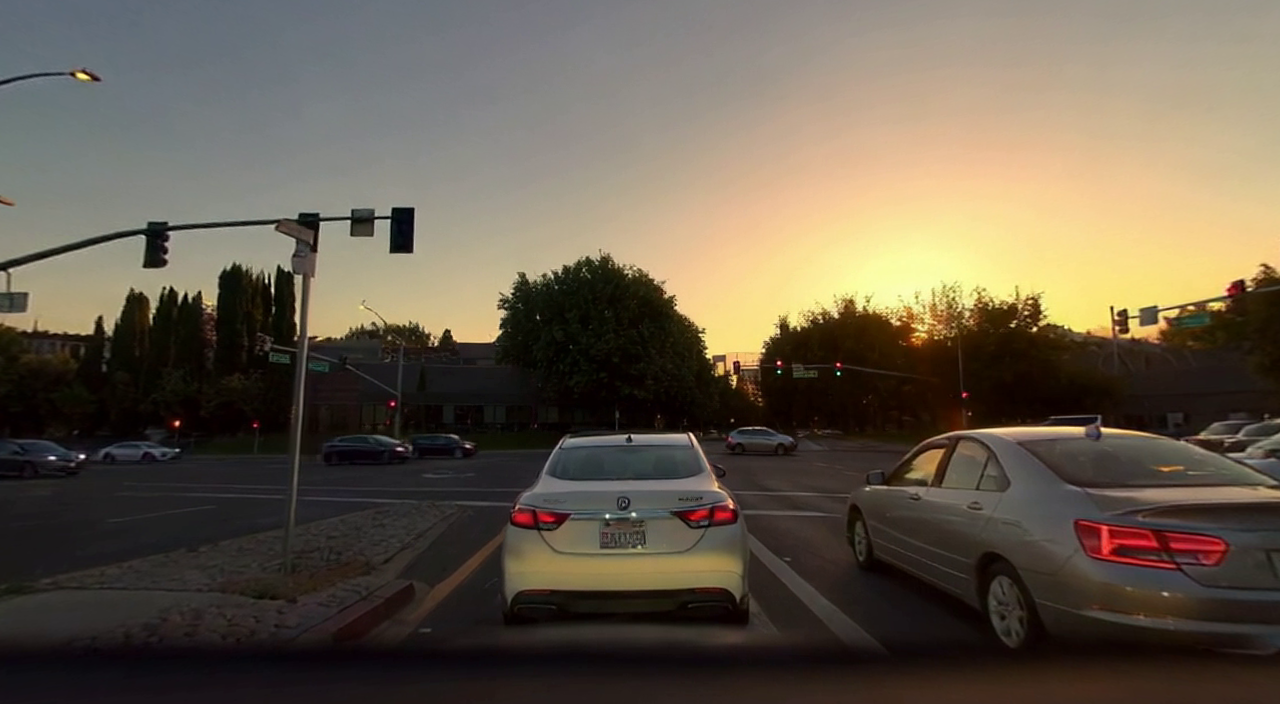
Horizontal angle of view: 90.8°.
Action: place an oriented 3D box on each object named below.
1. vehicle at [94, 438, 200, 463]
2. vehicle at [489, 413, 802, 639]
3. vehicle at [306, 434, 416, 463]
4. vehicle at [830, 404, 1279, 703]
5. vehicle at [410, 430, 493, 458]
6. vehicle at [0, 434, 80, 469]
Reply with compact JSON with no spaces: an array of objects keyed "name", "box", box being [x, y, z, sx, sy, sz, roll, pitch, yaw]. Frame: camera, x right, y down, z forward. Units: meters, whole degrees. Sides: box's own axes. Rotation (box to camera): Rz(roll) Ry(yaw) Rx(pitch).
[{"name":"vehicle","box":[-29.280,5.853,37.589,4.828,1.467,1.963,-1,-9,6]},{"name":"vehicle","box":[0.039,1.450,6.263,2.026,1.458,4.175,0,-9,0]},{"name":"vehicle","box":[-14.651,5.094,33.404,4.869,1.502,1.979,0,-9,-1]},{"name":"vehicle","box":[3.097,1.293,4.950,1.861,1.479,4.371,0,-8,0]},{"name":"vehicle","box":[-11.330,5.599,38.299,4.526,1.649,1.920,1,-9,-10]},{"name":"vehicle","box":[-30.485,4.877,30.951,4.517,1.637,1.935,-1,-9,7]}]
